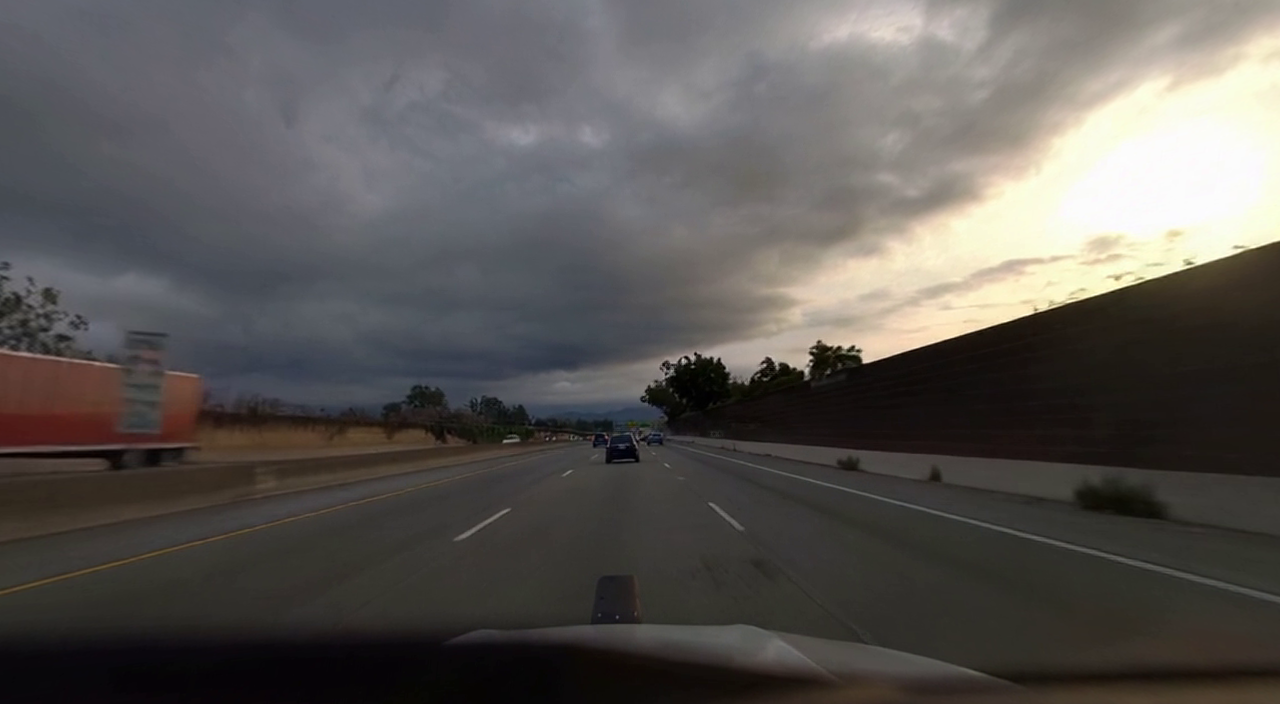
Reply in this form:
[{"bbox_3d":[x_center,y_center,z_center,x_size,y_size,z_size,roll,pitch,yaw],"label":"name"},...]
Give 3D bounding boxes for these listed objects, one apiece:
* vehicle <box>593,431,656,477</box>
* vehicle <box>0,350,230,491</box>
[{"bbox_3d":[-0.539,3.537,22.208,2.044,1.477,3.693,0,-8,-1],"label":"vehicle"},{"bbox_3d":[-21.603,2.461,22.223,3.141,4.374,17.378,1,-8,-2],"label":"vehicle"}]
